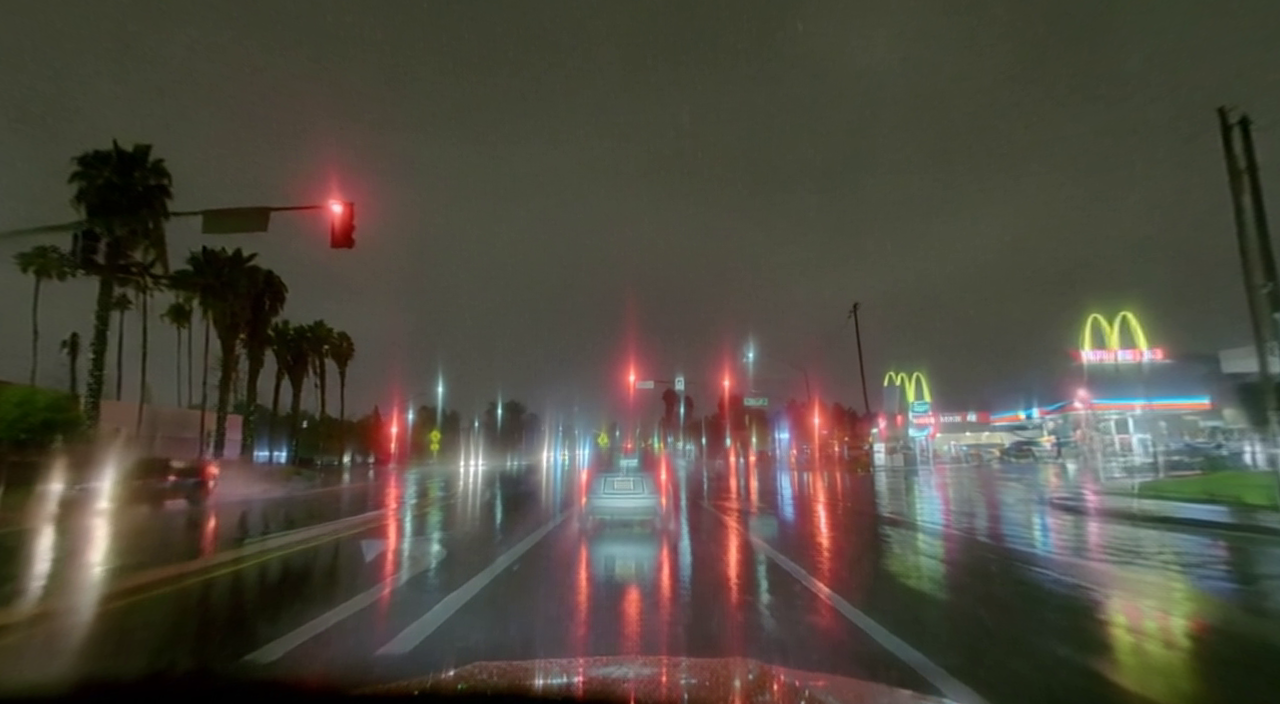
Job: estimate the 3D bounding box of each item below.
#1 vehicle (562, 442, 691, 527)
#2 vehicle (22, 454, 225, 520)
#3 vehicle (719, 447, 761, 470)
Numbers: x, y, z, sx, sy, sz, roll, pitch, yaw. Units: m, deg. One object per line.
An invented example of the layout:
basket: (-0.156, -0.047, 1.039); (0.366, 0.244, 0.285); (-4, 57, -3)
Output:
vehicle: (-0.241, 2.674, 13.475); (2.270, 1.475, 4.571); (0, -8, 0)
vehicle: (-15.176, 3.943, 19.031); (2.120, 1.629, 4.686); (0, -8, 0)
vehicle: (6.696, 7.164, 42.763); (2.017, 1.491, 4.420); (0, -8, -1)
